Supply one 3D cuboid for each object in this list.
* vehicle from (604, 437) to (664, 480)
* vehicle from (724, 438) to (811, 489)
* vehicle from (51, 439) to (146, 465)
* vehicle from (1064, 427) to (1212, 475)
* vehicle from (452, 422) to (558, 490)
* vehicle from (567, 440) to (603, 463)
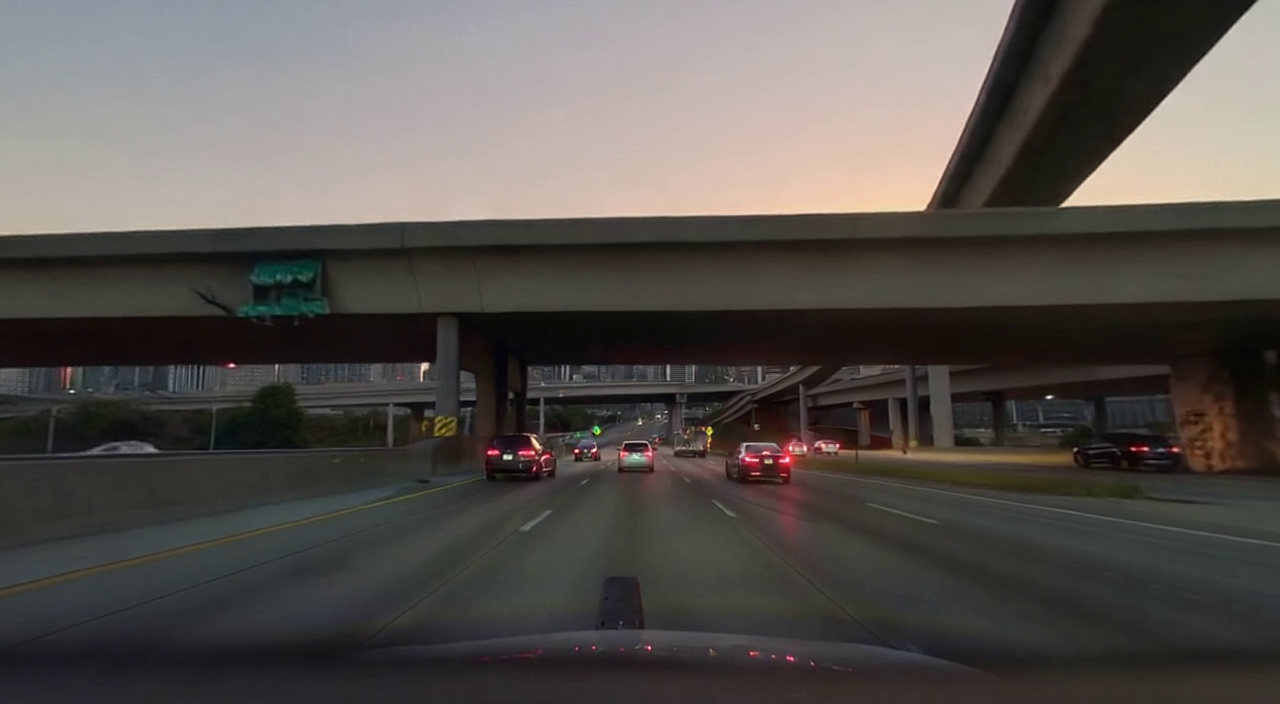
[{"bbox_3d":[-0.187,4.037,24.135,2.089,1.493,3.964,0,-8,0],"label":"vehicle"},{"bbox_3d":[4.044,3.598,20.619,1.974,1.490,3.994,0,-8,-1],"label":"vehicle"},{"bbox_3d":[-33.849,6.280,39.547,1.783,1.521,4.566,0,-8,2],"label":"vehicle"},{"bbox_3d":[23.029,4.604,29.583,2.376,1.988,6.109,-1,-8,5],"label":"vehicle"},{"bbox_3d":[-4.018,3.198,19.646,2.142,1.819,4.648,0,-8,1],"label":"vehicle"},{"bbox_3d":[-3.615,6.614,42.046,1.868,1.431,4.055,0,-8,2],"label":"vehicle"}]
